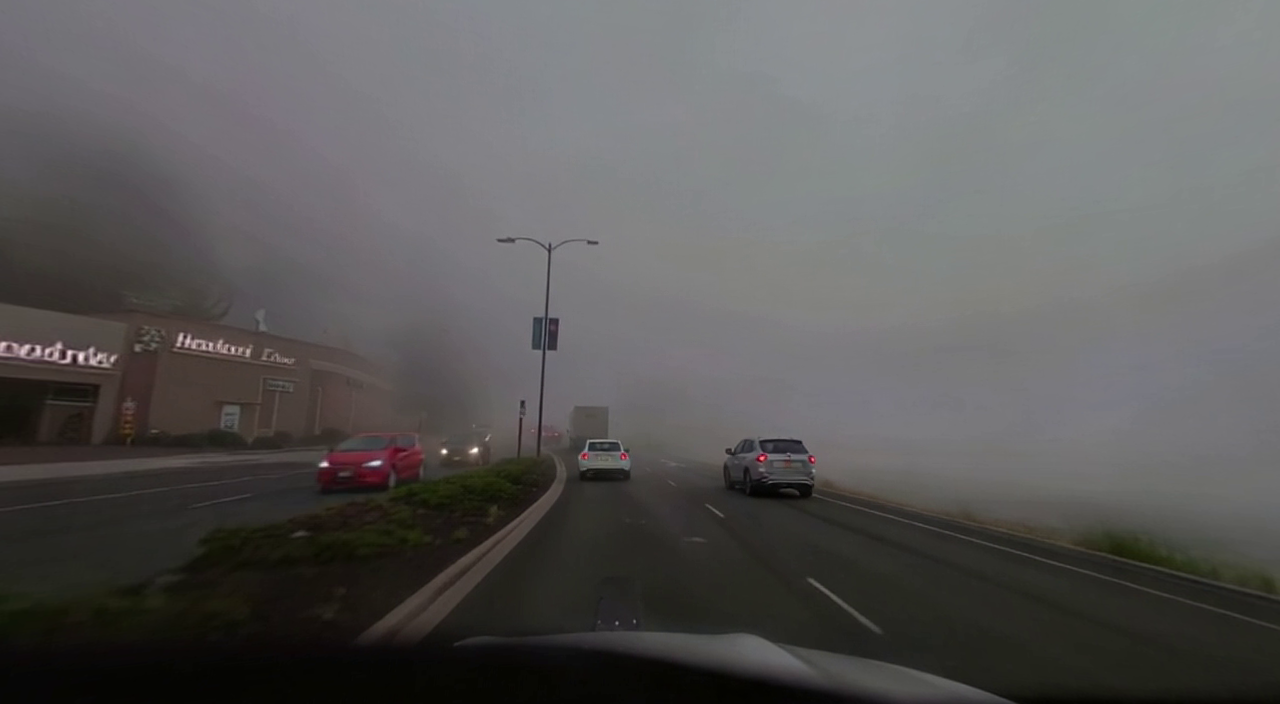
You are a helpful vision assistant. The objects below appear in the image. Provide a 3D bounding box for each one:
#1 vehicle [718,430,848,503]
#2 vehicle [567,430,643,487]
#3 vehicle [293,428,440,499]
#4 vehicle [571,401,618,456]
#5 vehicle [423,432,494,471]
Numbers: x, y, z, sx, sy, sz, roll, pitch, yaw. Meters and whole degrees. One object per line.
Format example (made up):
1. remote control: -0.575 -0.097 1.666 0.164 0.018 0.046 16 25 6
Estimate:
1. vehicle: 3.183 2.614 14.919 1.889 1.480 3.876 1 -8 -5
2. vehicle: -1.054 3.039 18.300 1.991 1.472 3.518 1 -8 -5
3. vehicle: -6.682 2.740 15.979 2.007 1.532 4.266 1 -8 -3
4. vehicle: -3.282 5.379 43.873 2.917 3.482 6.946 1 -8 -7
5. vehicle: -7.681 4.237 27.163 1.984 1.486 4.708 1 -8 -4
